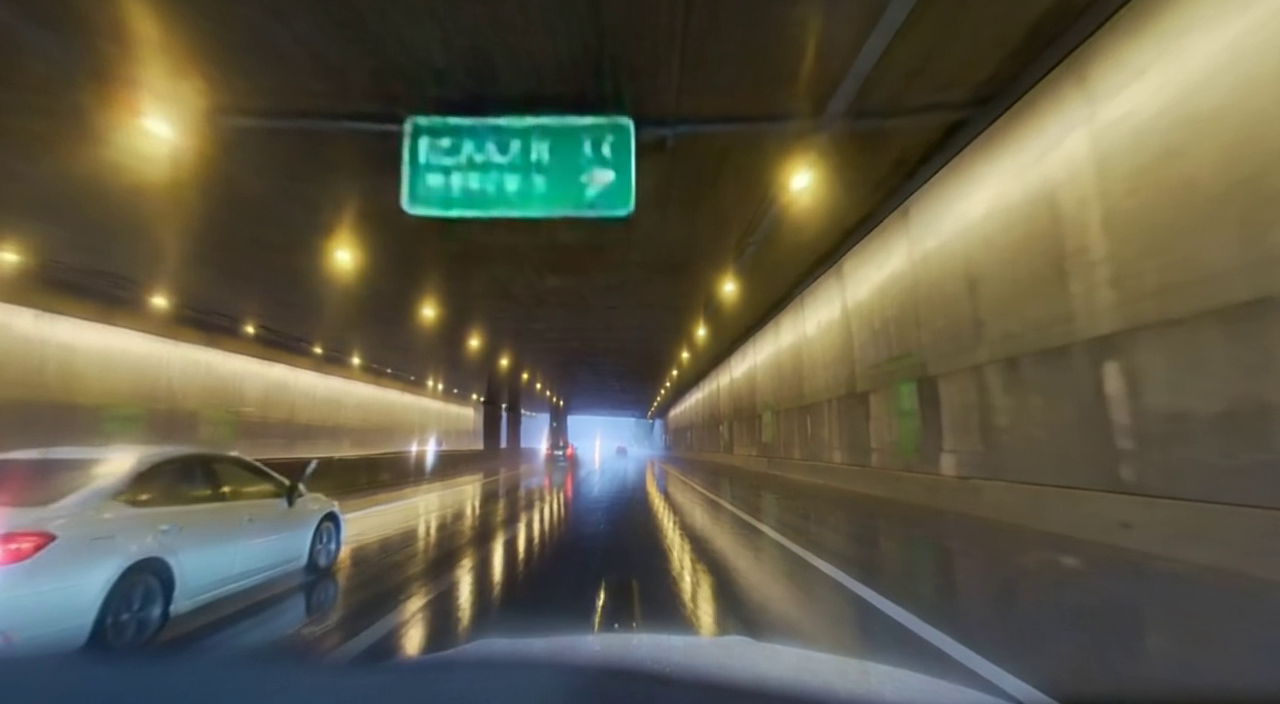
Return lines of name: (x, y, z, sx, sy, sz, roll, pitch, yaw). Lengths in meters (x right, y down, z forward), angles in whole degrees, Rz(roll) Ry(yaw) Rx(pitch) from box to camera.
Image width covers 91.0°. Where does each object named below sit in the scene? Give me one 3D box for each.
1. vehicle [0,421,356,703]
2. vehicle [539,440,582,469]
vehicle: (-3.984, 1.275, 4.520, 1.885, 1.424, 4.230, -1, -8, 1)
vehicle: (-4.393, 5.717, 35.350, 1.973, 1.474, 4.199, 0, -8, -1)
